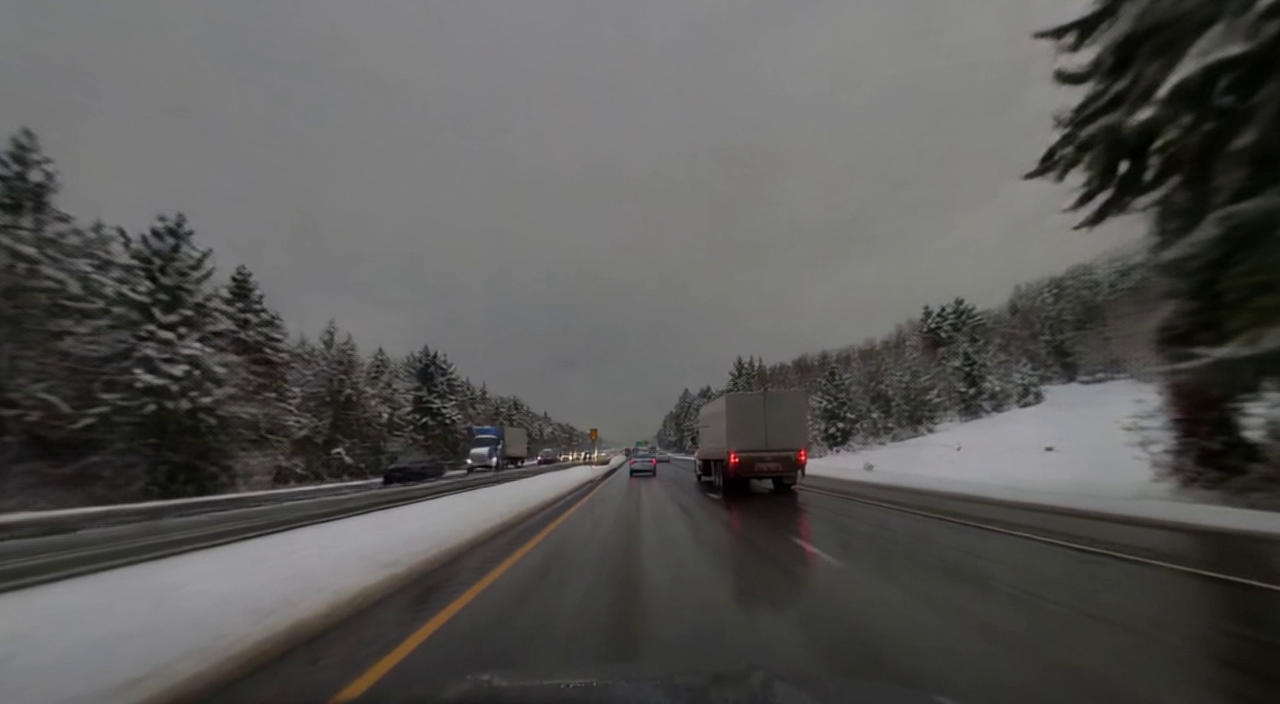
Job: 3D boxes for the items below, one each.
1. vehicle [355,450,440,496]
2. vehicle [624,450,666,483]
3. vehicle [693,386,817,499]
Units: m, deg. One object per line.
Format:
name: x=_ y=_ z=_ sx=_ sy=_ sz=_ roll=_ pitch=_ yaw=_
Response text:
vehicle: x=-9.055 y=4.504 z=23.827 sx=1.781 sy=1.564 sz=3.547 roll=0 pitch=-9 yaw=0
vehicle: x=0.234 y=5.576 z=30.930 sx=1.939 sy=1.495 sz=3.612 roll=0 pitch=-9 yaw=0
vehicle: x=4.281 y=3.911 z=26.761 sx=2.885 sy=3.679 sz=12.102 roll=0 pitch=-9 yaw=0
